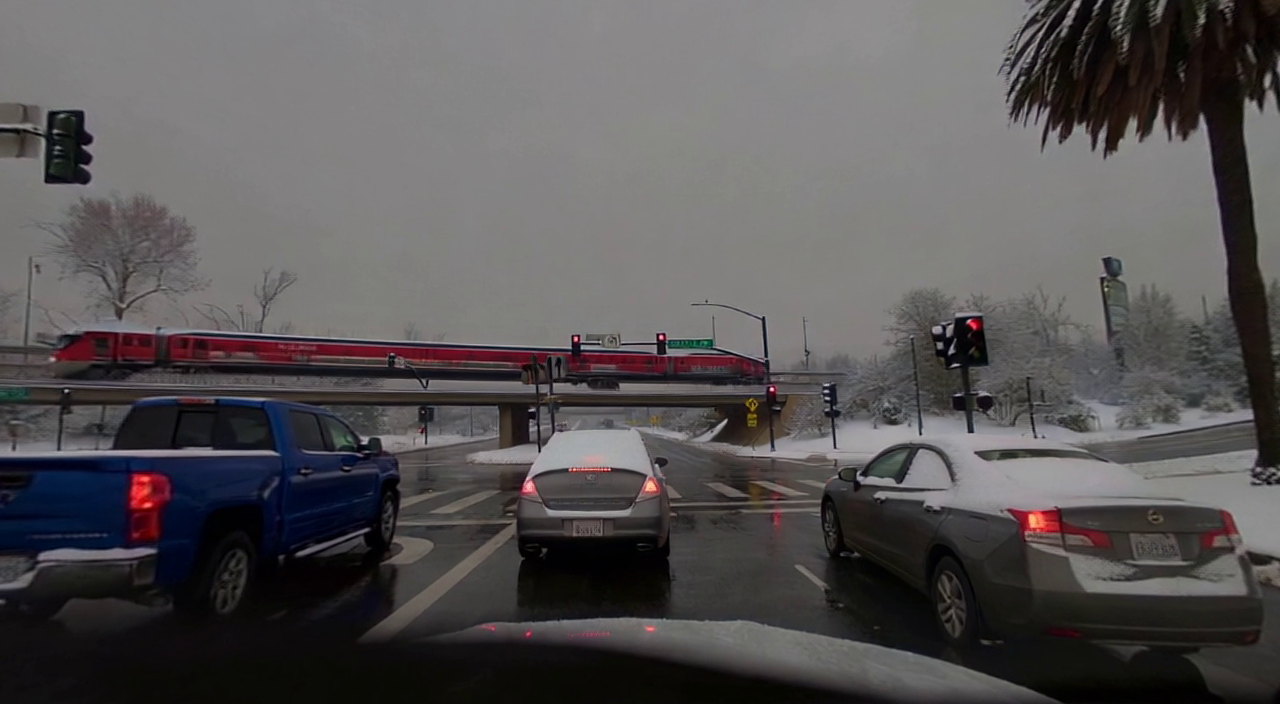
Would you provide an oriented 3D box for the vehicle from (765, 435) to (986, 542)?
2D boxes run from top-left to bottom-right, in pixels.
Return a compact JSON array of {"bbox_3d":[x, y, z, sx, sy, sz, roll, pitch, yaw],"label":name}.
[{"bbox_3d":[3.706,2.225,11.017,1.965,1.448,4.486,0,-9,-2],"label":"vehicle"}]

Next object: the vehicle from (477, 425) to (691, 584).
[{"bbox_3d":[-0.636,1.760,8.136,2.035,1.491,4.090,0,-9,-3],"label":"vehicle"}]

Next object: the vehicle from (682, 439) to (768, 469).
[{"bbox_3d":[4.198,5.137,31.969,1.878,1.428,4.416,5,-10,-32],"label":"vehicle"}]

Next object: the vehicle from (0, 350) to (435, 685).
[{"bbox_3d":[-3.889,1.303,6.236,2.078,1.838,5.448,0,-9,-2],"label":"vehicle"}]

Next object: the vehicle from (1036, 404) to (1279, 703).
[{"bbox_3d":[3.887,0.891,2.191,2.052,1.496,4.541,0,-9,0],"label":"vehicle"}]
